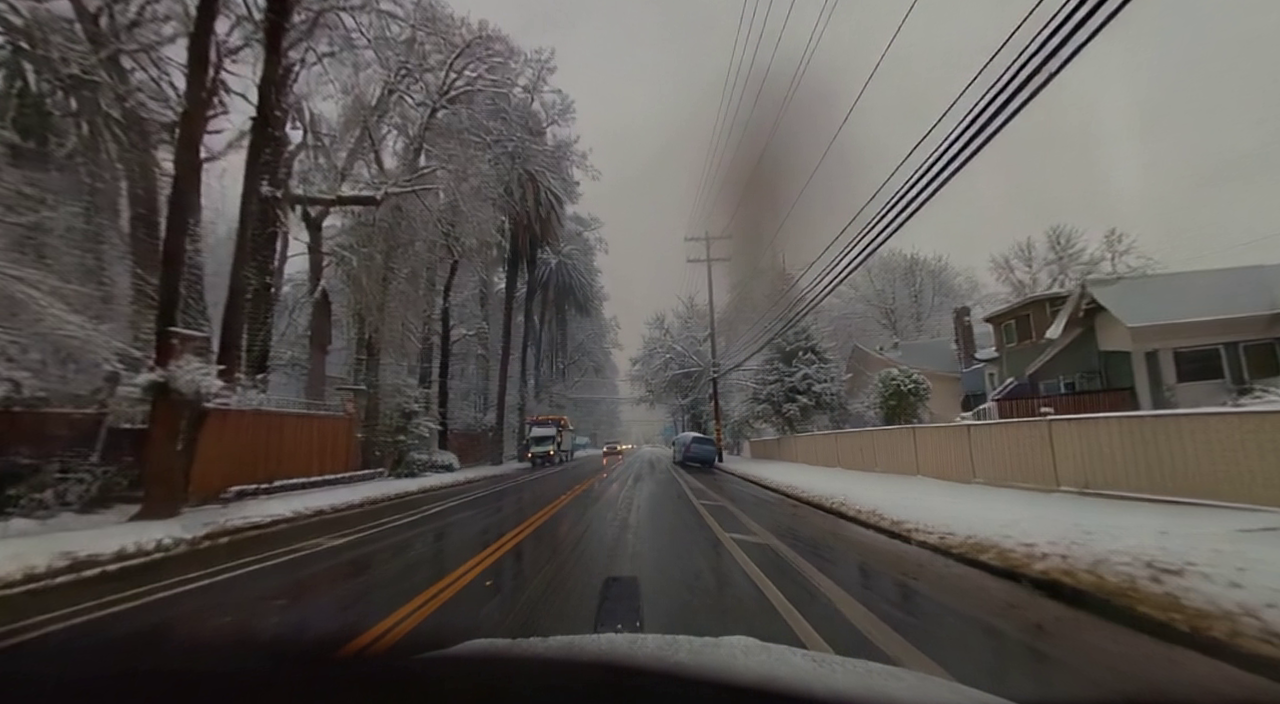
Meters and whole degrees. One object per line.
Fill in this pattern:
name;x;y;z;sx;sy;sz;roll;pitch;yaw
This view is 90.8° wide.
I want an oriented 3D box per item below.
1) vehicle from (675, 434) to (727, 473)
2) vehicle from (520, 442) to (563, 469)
vehicle;3.093;5.287;33.148;2.168;1.851;4.861;0;-9;-1
vehicle;-6.422;6.816;41.722;1.935;1.655;4.409;0;-9;2
